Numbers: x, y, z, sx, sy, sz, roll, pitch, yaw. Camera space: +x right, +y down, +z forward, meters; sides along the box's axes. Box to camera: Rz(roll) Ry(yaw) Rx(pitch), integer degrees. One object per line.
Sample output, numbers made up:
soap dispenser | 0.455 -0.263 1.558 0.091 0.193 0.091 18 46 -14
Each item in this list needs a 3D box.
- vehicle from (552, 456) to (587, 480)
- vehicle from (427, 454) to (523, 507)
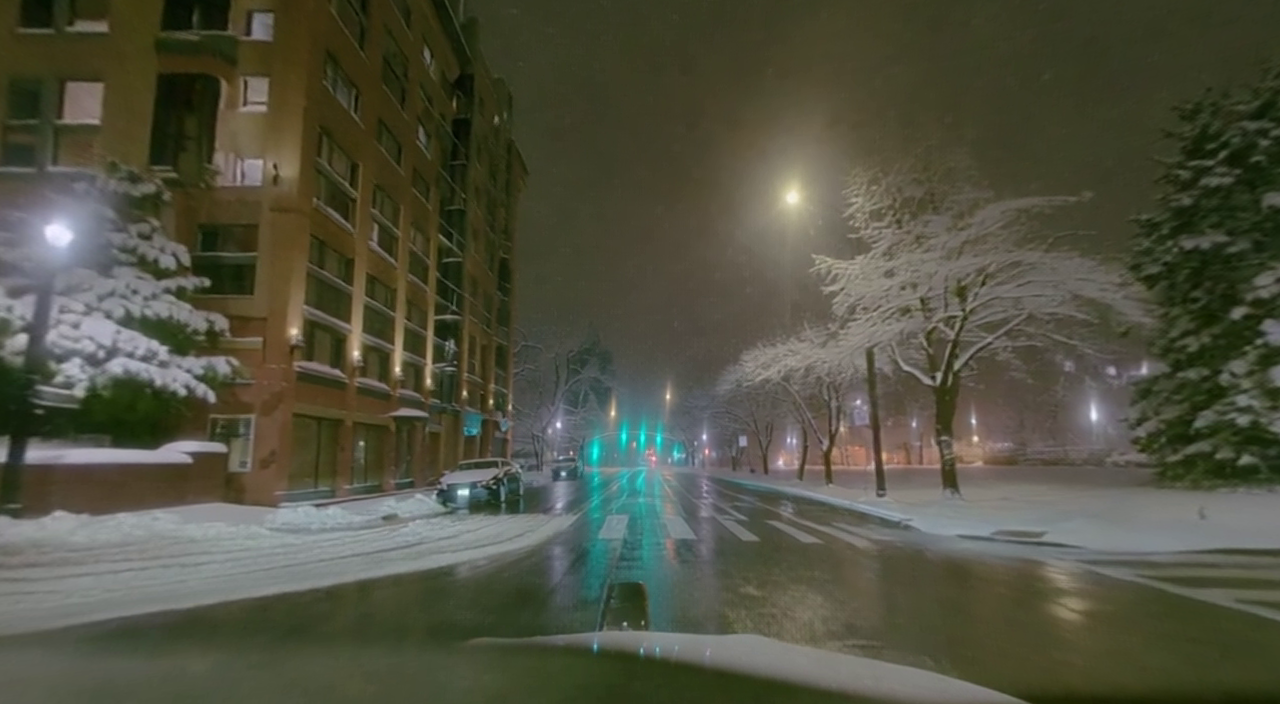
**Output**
vehicle | -5.465 9.047 49.533 2.147 1.701 4.879 0 -9 1
vehicle | -5.807 4.565 22.858 2.223 1.658 4.621 0 -9 0
